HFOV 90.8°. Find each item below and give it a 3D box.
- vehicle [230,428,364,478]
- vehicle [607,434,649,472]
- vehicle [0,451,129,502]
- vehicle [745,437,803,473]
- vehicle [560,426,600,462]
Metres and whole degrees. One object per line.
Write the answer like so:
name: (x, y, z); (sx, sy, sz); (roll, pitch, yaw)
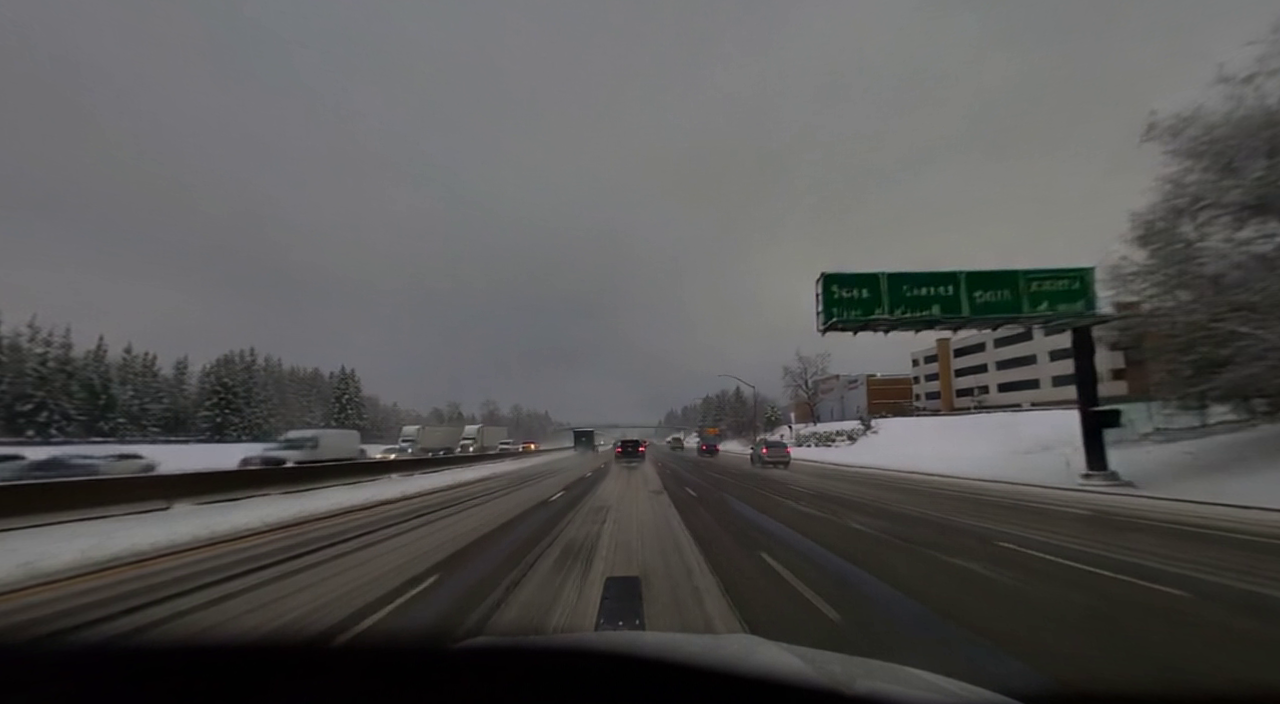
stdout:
vehicle: (-14.023, 4.203, 26.393); (2.361, 1.835, 5.770); (0, -9, 0)
vehicle: (-0.564, 5.180, 32.544); (2.002, 1.759, 4.658); (0, -9, 0)
vehicle: (-17.591, 3.711, 19.115); (1.469, 1.355, 3.317); (0, -9, -1)
vehicle: (6.758, 5.241, 32.343); (1.944, 1.666, 4.184); (0, -9, -2)
vehicle: (-4.483, 7.049, 48.239); (2.398, 2.593, 5.808); (0, -9, 1)
